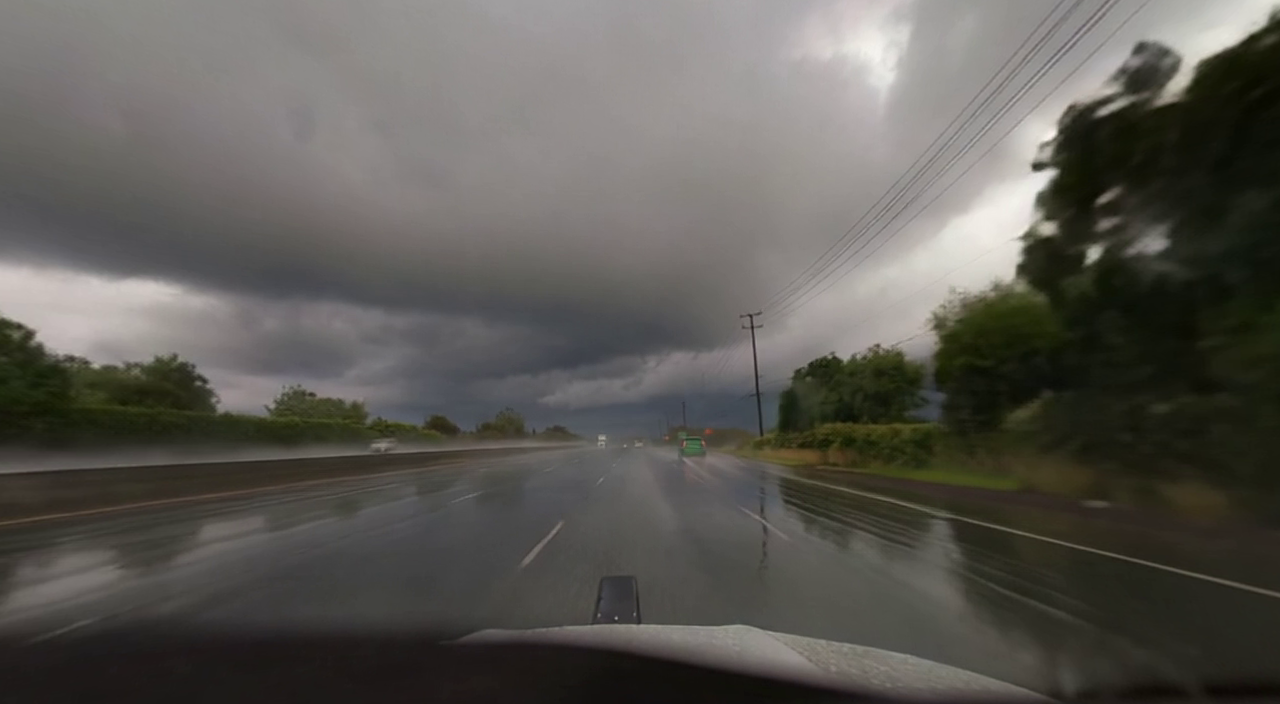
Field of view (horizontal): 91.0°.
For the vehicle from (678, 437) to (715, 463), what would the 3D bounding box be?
[{"bbox_3d":[3.571,6.300,40.610,1.977,1.581,4.428,-1,-8,0],"label":"vehicle"}]
